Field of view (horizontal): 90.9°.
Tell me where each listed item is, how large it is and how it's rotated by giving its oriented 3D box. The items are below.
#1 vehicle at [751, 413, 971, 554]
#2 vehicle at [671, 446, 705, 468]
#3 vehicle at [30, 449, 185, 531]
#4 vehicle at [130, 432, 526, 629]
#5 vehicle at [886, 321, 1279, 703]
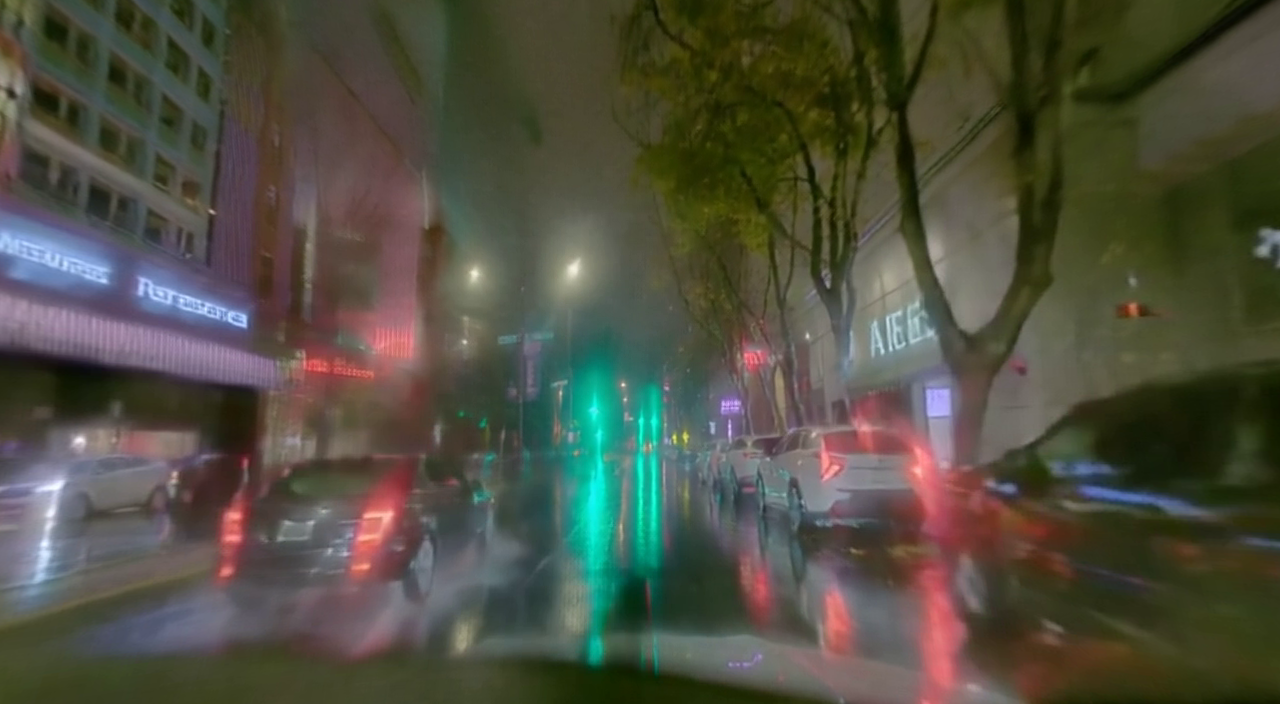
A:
[{"bbox_3d":[3.239,2.024,10.460,2.086,1.792,4.608,0,-8,2],"label":"vehicle"},{"bbox_3d":[3.399,7.515,45.328,1.950,1.462,4.807,0,-8,-1],"label":"vehicle"},{"bbox_3d":[-12.207,2.979,14.328,4.810,1.497,2.066,-8,-12,44],"label":"vehicle"},{"bbox_3d":[-2.730,1.654,6.936,2.030,1.436,4.388,0,-8,1],"label":"vehicle"},{"bbox_3d":[3.299,0.984,3.361,2.158,1.818,4.428,0,-8,0],"label":"vehicle"}]
